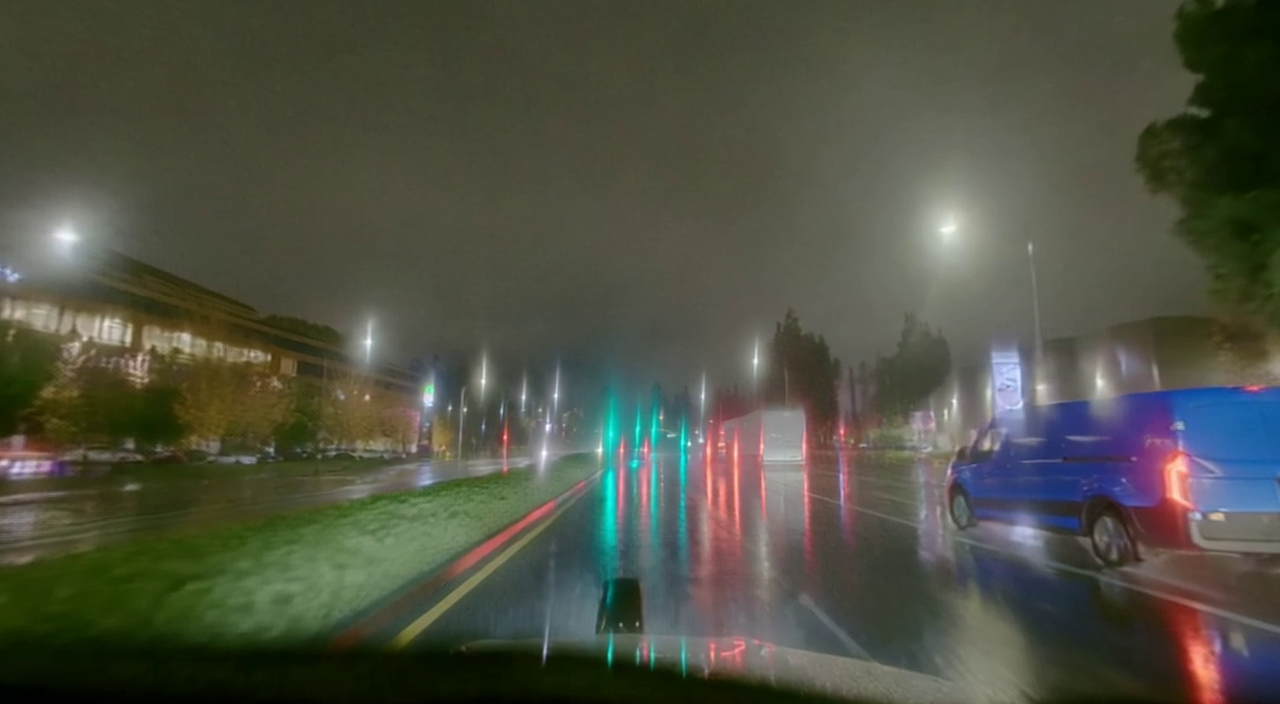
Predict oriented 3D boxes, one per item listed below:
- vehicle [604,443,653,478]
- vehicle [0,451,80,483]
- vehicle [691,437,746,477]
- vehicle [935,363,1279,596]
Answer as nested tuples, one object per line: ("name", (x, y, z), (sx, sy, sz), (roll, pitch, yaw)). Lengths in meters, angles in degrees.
("vehicle", (-0.505, 4.913, 28.926), (2.095, 1.456, 3.873), (0, -8, -1))
("vehicle", (-29.444, 5.410, 29.842), (4.048, 1.412, 1.886), (0, -8, -2))
("vehicle", (3.603, 4.907, 29.808), (2.047, 1.711, 4.265), (0, -8, 0))
("vehicle", (6.718, 1.564, 8.662), (2.573, 2.127, 5.568), (0, -8, -1))
